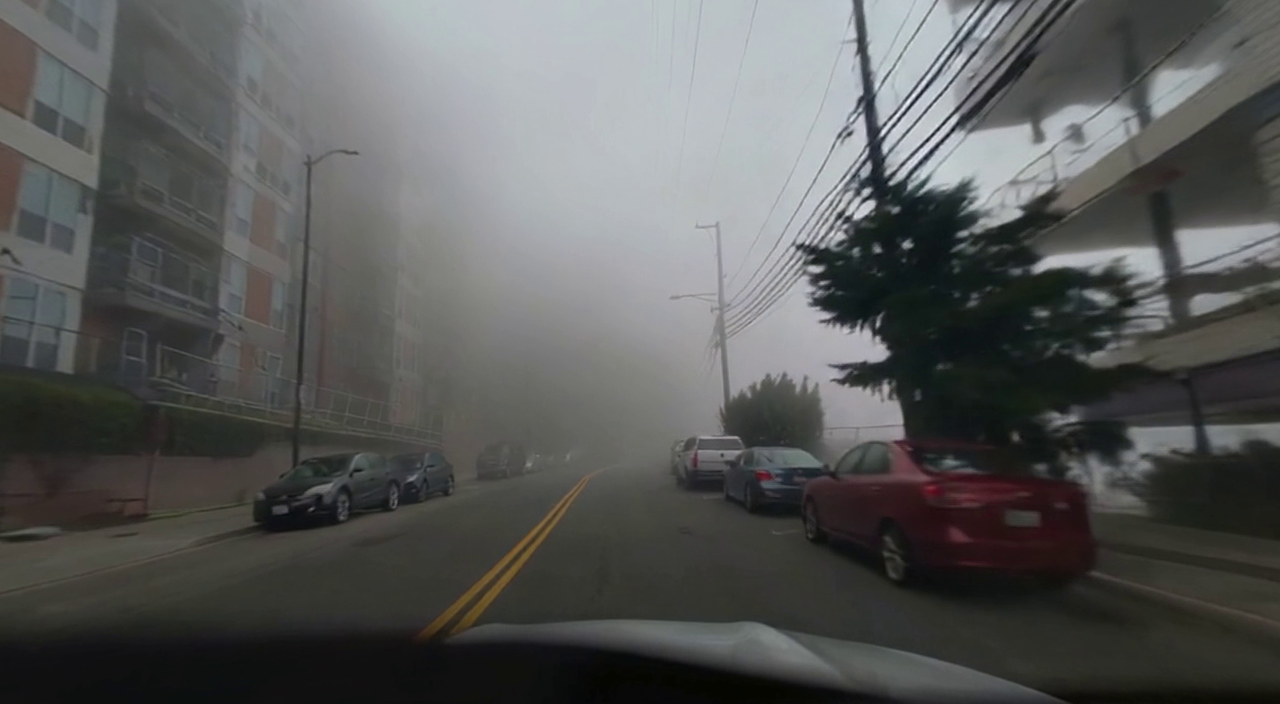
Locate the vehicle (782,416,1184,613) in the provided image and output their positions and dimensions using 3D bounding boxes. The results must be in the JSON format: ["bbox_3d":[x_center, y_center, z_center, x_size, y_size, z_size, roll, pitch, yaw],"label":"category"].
[{"bbox_3d":[3.384,1.702,7.698,1.976,1.588,4.968,0,-9,-2],"label":"vehicle"}]

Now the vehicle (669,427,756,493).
[{"bbox_3d":[2.228,3.498,20.686,2.000,1.871,4.797,0,-9,-4],"label":"vehicle"}]

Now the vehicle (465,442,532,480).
[{"bbox_3d":[-7.591,5.895,34.430,2.194,1.861,5.725,0,-9,2],"label":"vehicle"}]

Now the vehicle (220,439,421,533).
[{"bbox_3d":[-6.737,2.925,14.050,1.996,1.578,4.806,-4,-11,0],"label":"vehicle"}]
